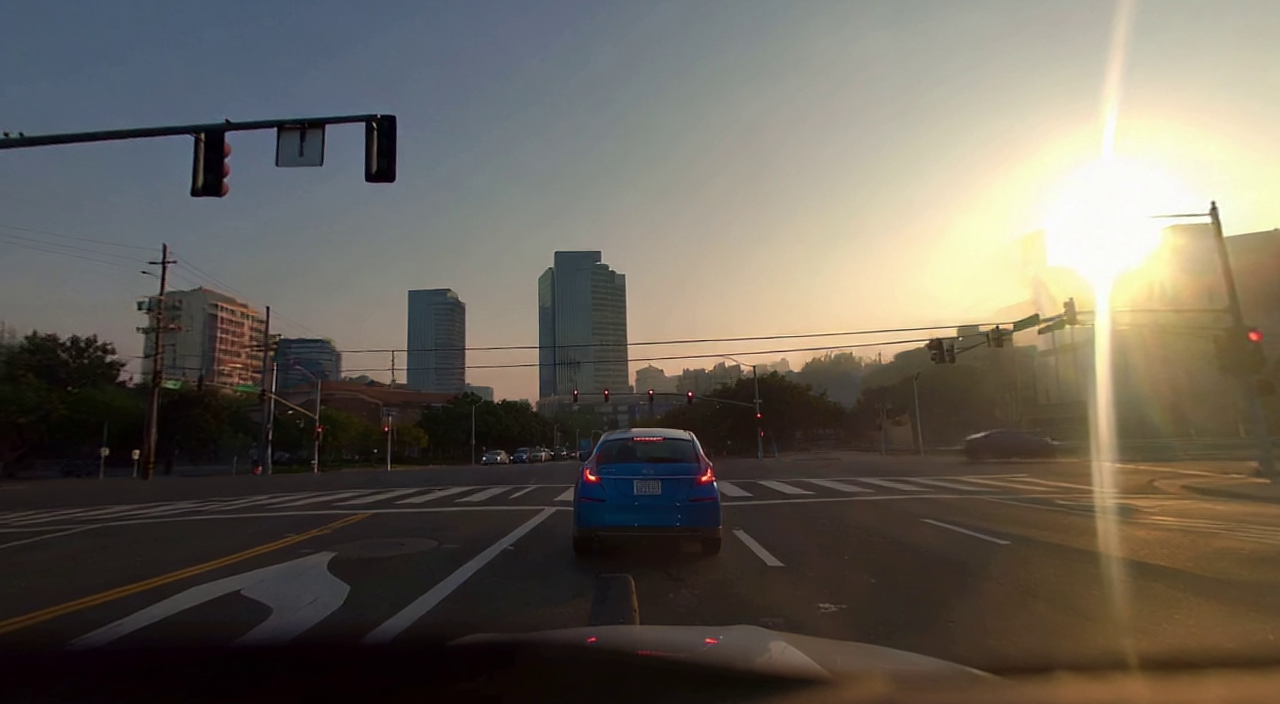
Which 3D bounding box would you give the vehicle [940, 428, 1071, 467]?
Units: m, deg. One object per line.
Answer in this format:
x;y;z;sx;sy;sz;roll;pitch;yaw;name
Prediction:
18.320;4.815;31.829;5.247;1.889;2.050;0;-8;1;vehicle

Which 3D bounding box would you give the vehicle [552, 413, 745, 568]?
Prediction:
0.048;1.756;8.709;2.027;1.626;3.942;0;-8;-1;vehicle
